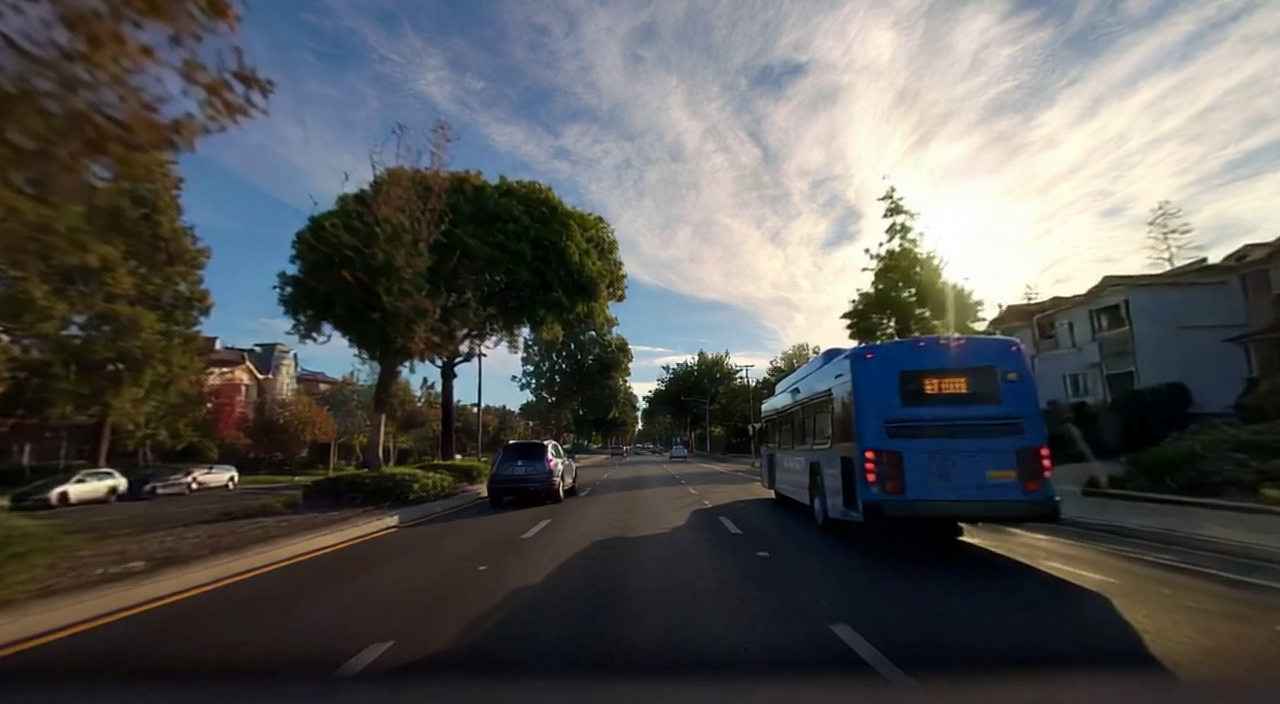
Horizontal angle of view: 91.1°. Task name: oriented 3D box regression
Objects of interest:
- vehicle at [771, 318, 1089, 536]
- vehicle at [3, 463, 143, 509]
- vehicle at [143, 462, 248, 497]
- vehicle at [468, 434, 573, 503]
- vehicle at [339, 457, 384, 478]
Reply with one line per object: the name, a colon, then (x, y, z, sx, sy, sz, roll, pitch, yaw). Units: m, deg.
vehicle: (5.671, 2.036, 15.902, 3.072, 3.278, 12.747, -1, -8, 5)
vehicle: (-22.161, 5.207, 24.763, 1.781, 1.553, 3.896, 0, -8, 2)
vehicle: (-22.123, 6.341, 31.491, 1.797, 1.481, 4.750, 0, -8, 0)
vehicle: (-3.332, 3.329, 18.435, 2.111, 1.767, 4.333, 0, -8, 1)
vehicle: (-22.059, 9.134, 49.858, 1.774, 1.485, 3.867, 0, -8, 1)
